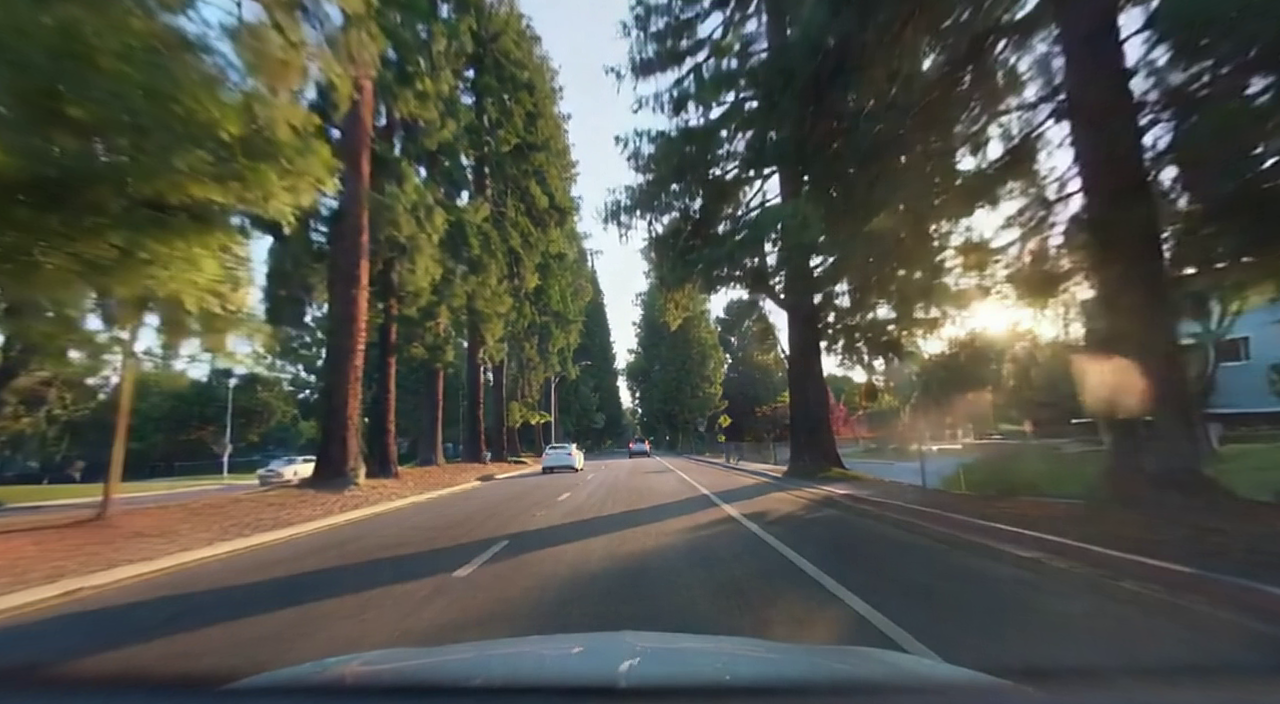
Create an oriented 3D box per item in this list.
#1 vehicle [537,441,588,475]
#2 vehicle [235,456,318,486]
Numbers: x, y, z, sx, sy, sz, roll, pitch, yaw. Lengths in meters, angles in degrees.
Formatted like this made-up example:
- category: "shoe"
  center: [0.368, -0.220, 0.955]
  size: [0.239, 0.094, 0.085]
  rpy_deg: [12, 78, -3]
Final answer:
- category: "vehicle"
  center: [-3.635, 5.045, 30.385]
  size: [1.917, 1.448, 4.178]
  rpy_deg: [-1, -8, 0]
- category: "vehicle"
  center: [-20.323, 6.638, 35.569]
  size: [1.819, 1.459, 4.745]
  rpy_deg: [-1, -8, 1]
